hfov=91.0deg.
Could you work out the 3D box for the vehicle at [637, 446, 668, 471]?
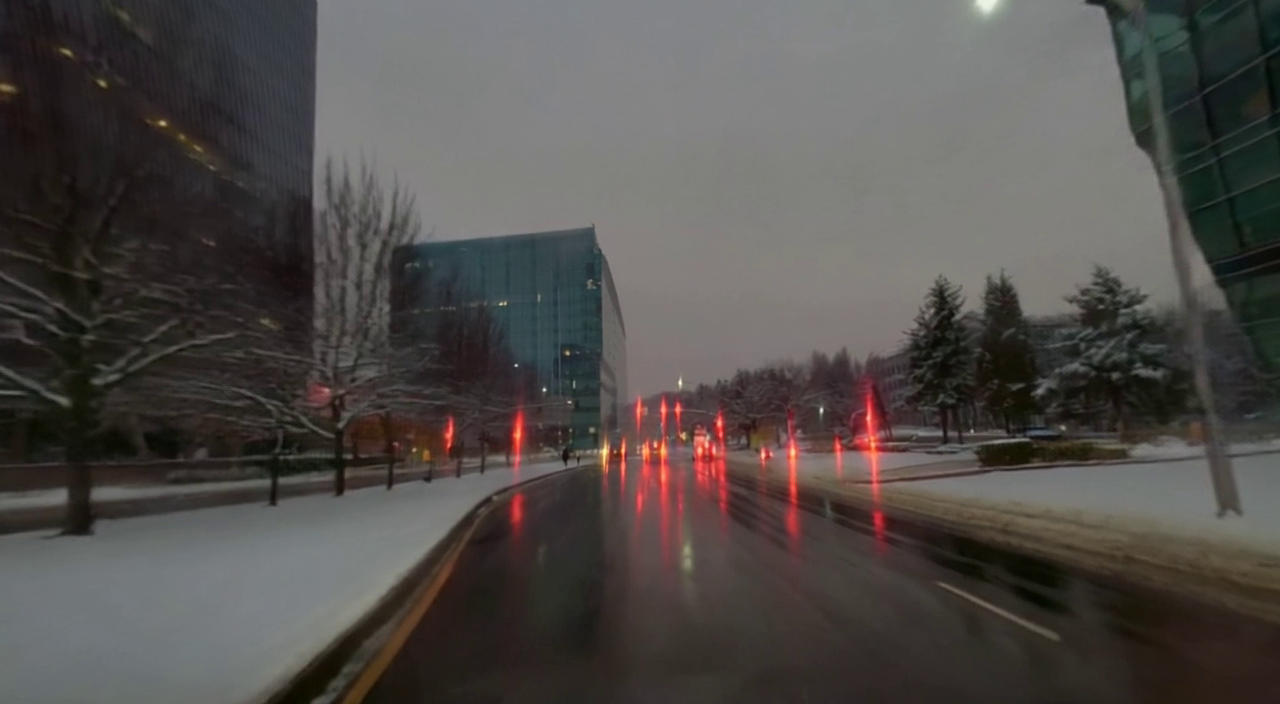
[{"bbox_3d":[0.916,7.720,45.917,2.092,1.660,4.319,0,-8,1],"label":"vehicle"}]
